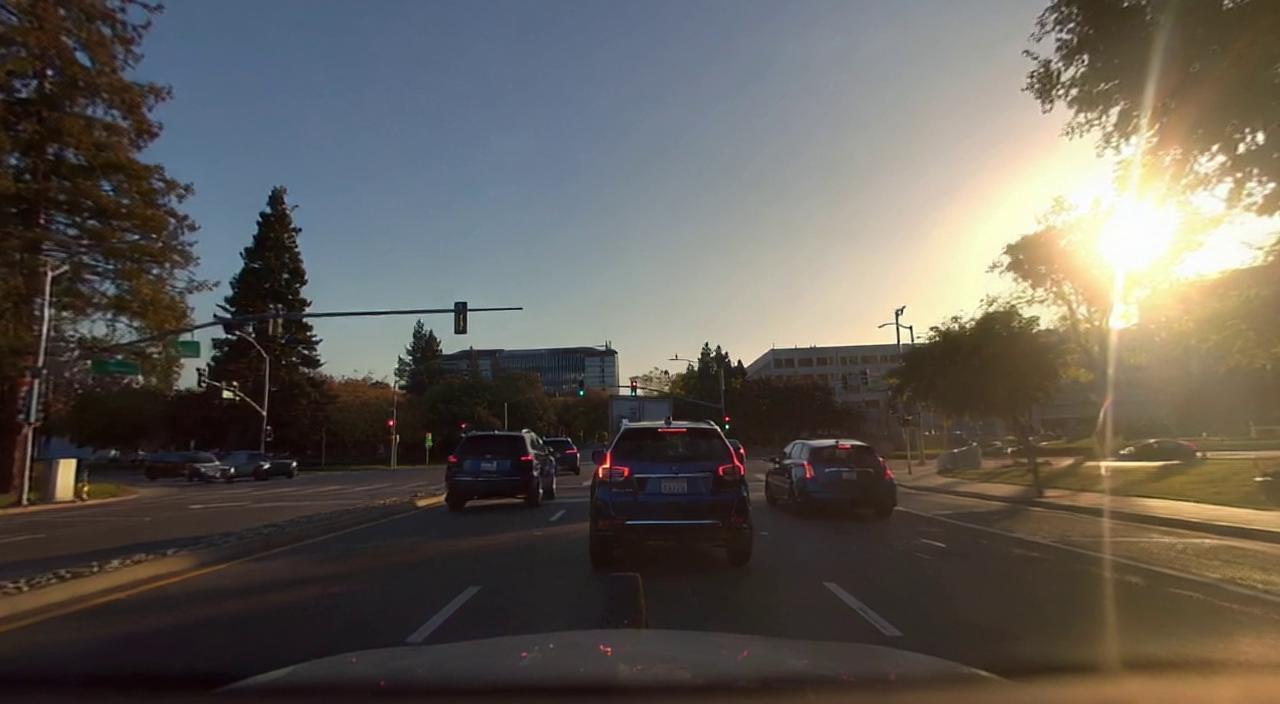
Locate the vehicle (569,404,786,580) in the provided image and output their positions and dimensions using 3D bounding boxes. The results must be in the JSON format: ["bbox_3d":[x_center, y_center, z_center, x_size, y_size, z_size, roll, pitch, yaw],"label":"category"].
[{"bbox_3d":[0.364,1.728,8.590,2.172,1.764,4.338,0,-8,0],"label":"vehicle"}]

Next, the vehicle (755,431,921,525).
[{"bbox_3d":[3.758,2.453,12.824,1.954,1.592,3.992,0,-8,-2],"label":"vehicle"}]

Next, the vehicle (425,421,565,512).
[{"bbox_3d":[-3.245,2.699,15.333,2.209,1.828,4.847,0,-8,0],"label":"vehicle"}]

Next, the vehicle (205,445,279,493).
[{"bbox_3d":[-15.519,4.453,24.440,1.926,1.636,4.395,6,-10,-37],"label":"vehicle"}]
